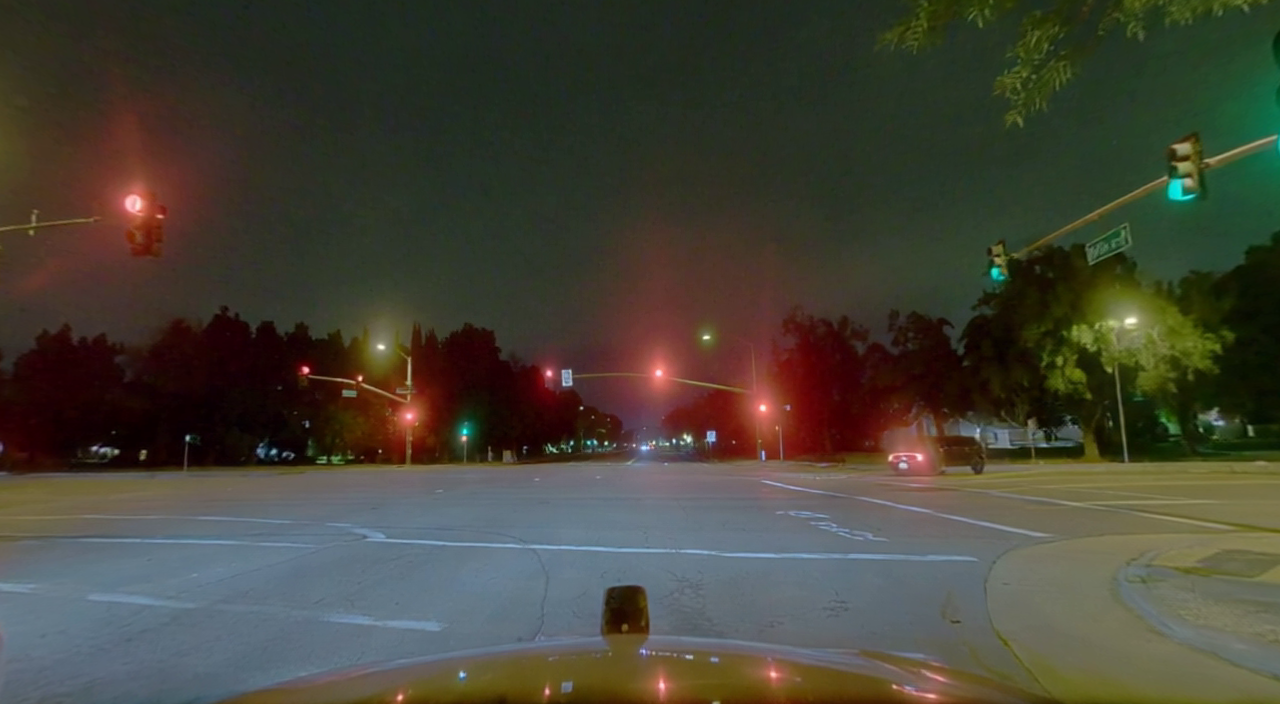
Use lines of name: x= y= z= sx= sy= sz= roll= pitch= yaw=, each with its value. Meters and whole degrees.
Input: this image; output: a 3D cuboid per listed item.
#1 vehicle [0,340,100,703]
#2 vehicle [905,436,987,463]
vehicle: x=-3.267 y=0.534 z=0.408 sx=1.954 sy=1.689 sz=4.347 roll=0 pitch=-8 yaw=0
vehicle: x=17.001 y=5.444 z=35.248 sx=3.952 sy=1.468 sz=1.768 roll=-4 pitch=-9 yaw=22
